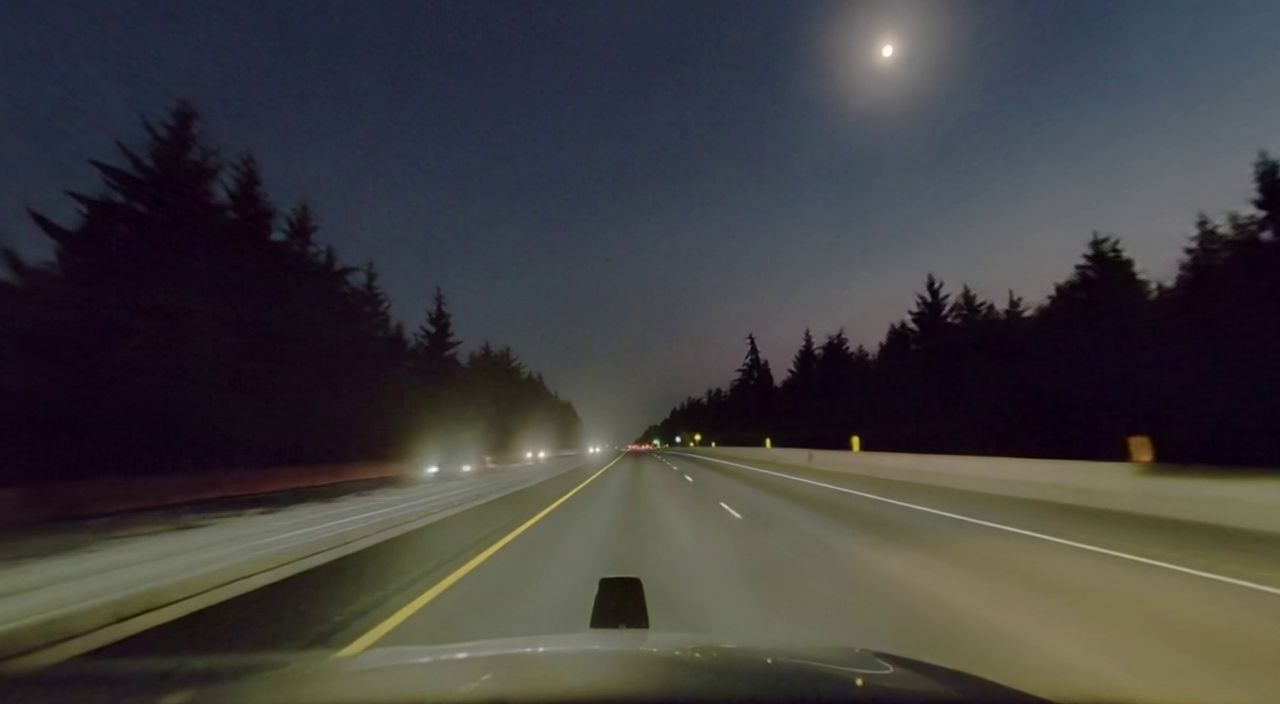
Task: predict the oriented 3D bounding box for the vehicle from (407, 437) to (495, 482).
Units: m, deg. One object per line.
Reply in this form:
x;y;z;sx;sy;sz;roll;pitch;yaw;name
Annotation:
-7.543;4.321;25.645;2.106;1.610;4.411;0;-8;1;vehicle
